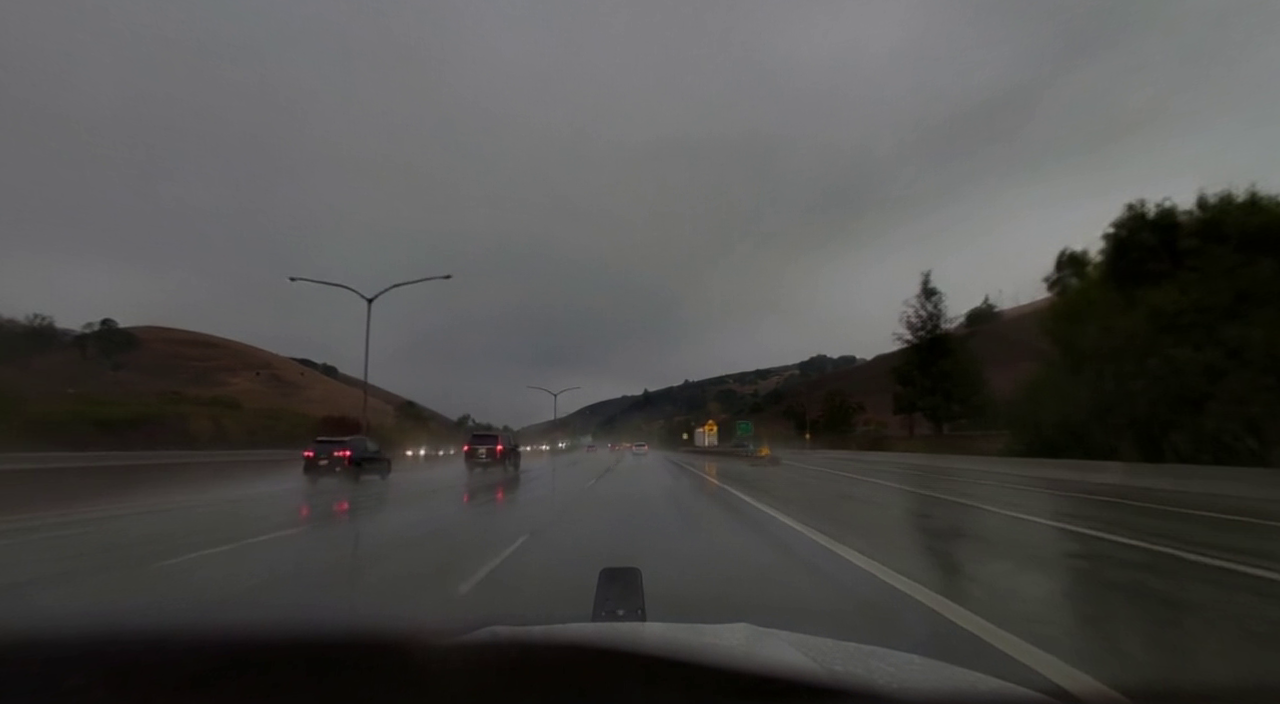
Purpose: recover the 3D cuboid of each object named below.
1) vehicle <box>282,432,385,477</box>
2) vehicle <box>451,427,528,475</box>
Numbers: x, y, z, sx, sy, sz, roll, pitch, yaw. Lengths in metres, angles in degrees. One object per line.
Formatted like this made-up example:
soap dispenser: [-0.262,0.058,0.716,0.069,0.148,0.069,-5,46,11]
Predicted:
vehicle: [-13.629,4.596,28.429,2.079,1.822,4.893,0,-9,1]
vehicle: [-6.663,4.479,28.568,2.219,1.947,4.924,0,-9,1]
